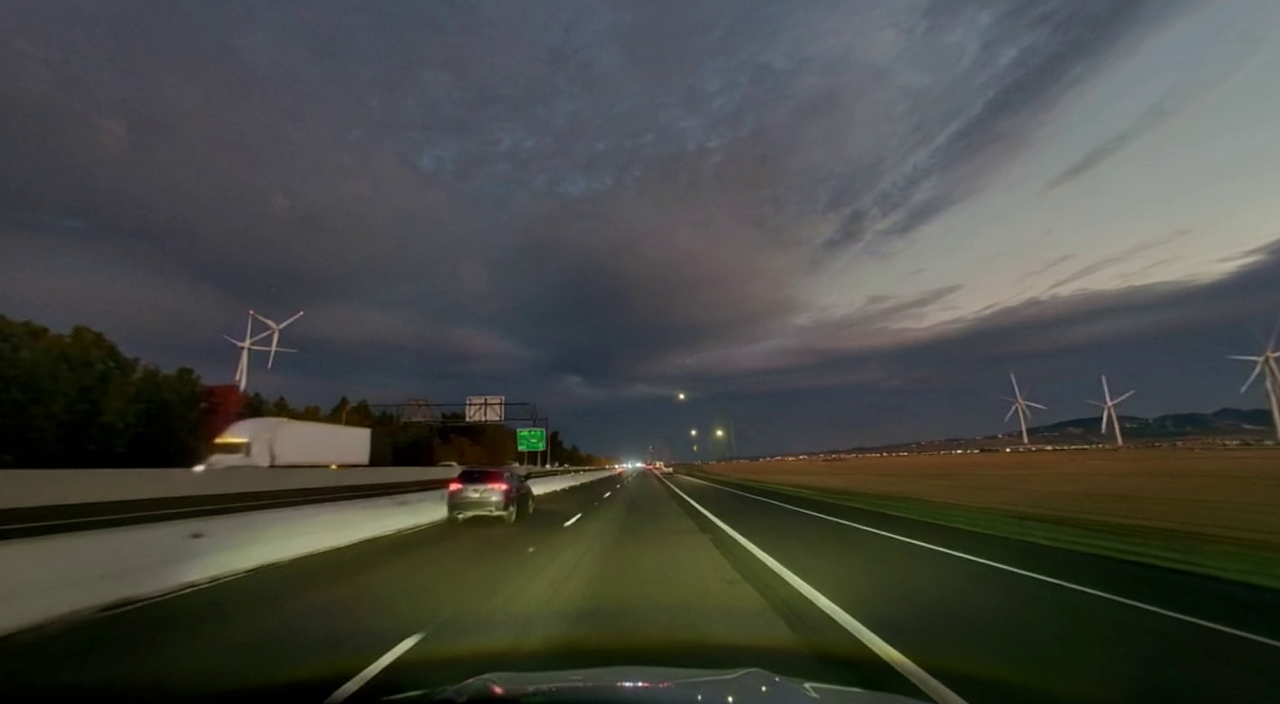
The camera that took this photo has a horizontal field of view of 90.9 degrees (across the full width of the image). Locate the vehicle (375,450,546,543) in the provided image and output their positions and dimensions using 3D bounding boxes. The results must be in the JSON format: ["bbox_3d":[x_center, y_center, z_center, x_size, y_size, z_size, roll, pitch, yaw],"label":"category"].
[{"bbox_3d":[-3.375,2.866,13.024,2.039,1.505,4.843,1,-10,1],"label":"vehicle"}]

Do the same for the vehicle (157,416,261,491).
[{"bbox_3d":[-23.040,5.468,33.846,3.297,3.790,2.689,0,-10,1],"label":"vehicle"}]

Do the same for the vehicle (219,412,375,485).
[{"bbox_3d":[-22.860,6.870,43.628,2.840,4.164,13.969,1,-10,0],"label":"vehicle"}]
